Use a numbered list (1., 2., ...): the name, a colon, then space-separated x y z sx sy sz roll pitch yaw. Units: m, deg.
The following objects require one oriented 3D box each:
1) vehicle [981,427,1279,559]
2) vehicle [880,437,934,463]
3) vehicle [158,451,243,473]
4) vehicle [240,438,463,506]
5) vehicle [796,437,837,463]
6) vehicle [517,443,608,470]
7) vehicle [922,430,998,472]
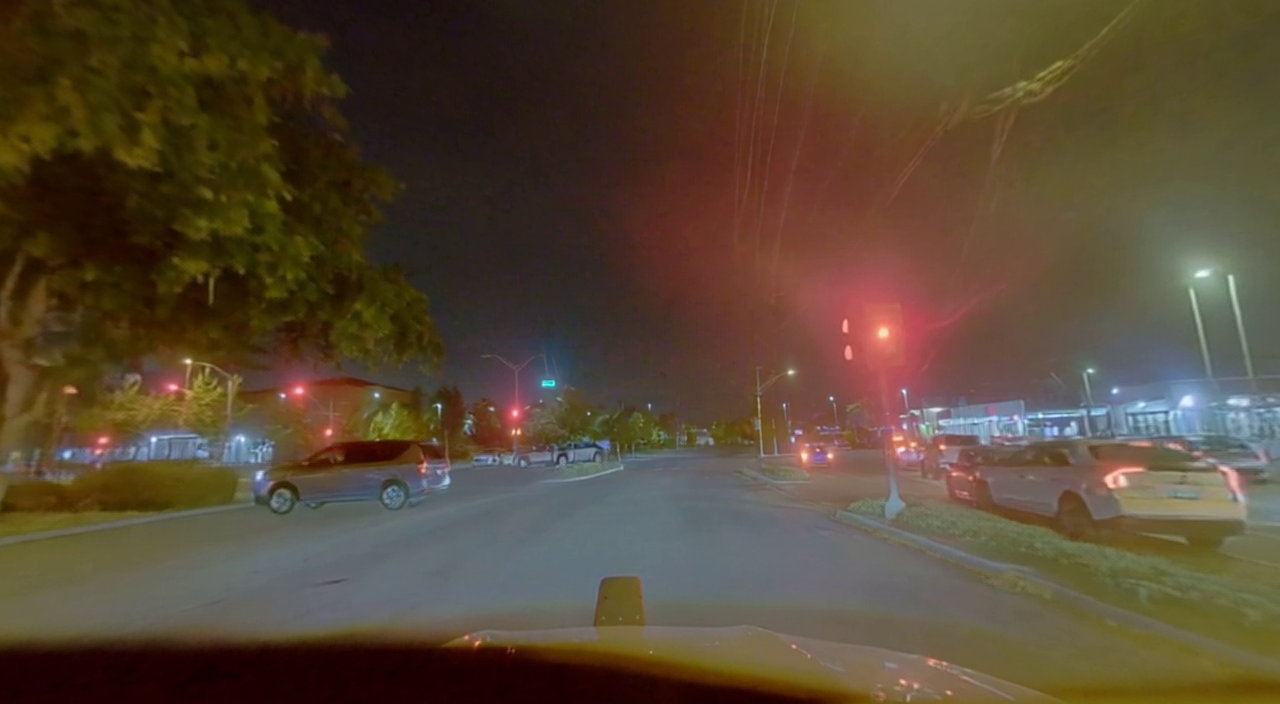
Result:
1. vehicle: 6.928 1.951 9.583 1.867 1.479 4.452 -2 -9 12
2. vehicle: 16.437 6.039 39.113 1.951 1.491 4.359 -1 -8 7
3. vehicle: -32.293 8.061 46.518 1.840 1.451 4.657 -6 -10 33
4. vehicle: -6.650 2.791 14.917 4.376 1.476 1.791 0 -8 2
5. vehicle: 11.375 6.346 41.006 2.061 1.519 4.794 -2 -8 10
6. vehicle: -4.447 6.009 36.575 4.792 1.468 2.116 -2 -9 14
7. vehicle: 13.777 4.294 27.489 1.921 1.657 4.400 -2 -9 14
